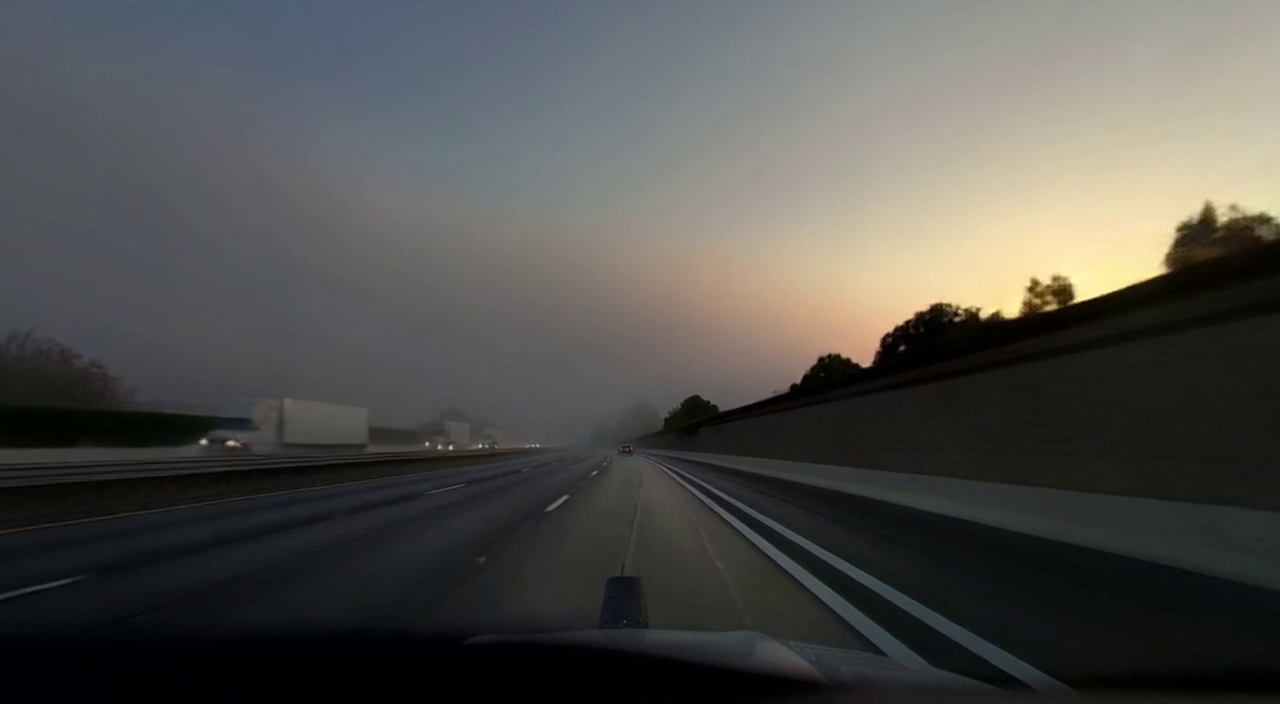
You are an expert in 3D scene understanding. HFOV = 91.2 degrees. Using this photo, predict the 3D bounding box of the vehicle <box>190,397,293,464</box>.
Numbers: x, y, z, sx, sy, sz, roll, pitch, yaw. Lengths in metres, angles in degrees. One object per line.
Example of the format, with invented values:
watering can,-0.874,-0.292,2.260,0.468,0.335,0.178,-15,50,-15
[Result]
vehicle,-25.527,5.087,40.541,3.284,4.020,4.965,1,-8,-2

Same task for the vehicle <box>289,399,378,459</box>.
vehicle,-21.356,5.497,44.180,3.038,3.924,6.196,0,-8,-1
